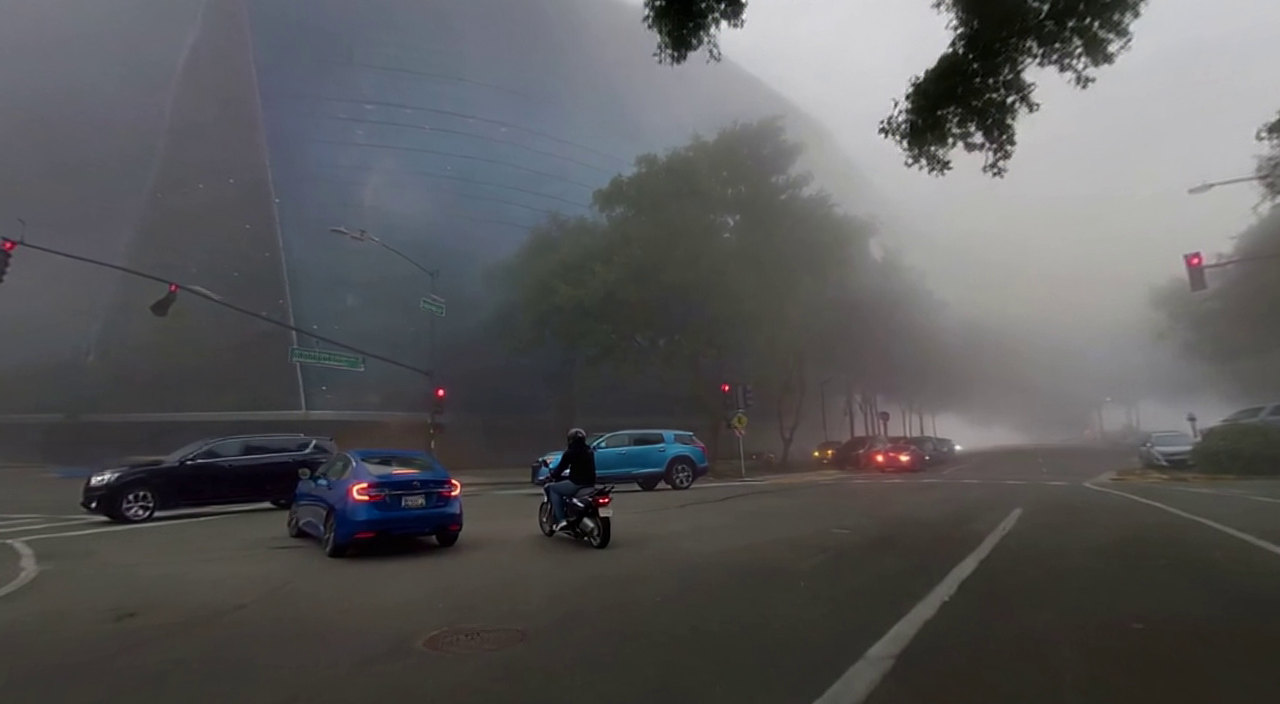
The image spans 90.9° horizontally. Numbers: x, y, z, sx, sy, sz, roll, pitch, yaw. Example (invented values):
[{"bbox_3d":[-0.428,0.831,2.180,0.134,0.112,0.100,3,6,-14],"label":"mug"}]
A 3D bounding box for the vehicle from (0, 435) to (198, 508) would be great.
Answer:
[{"bbox_3d":[-14.397,3.084,16.554,4.380,1.727,2.052,-2,-9,14],"label":"vehicle"}]

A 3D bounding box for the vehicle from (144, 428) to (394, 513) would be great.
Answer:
[{"bbox_3d":[-8.321,2.661,14.424,4.583,1.755,1.936,-1,-8,6],"label":"vehicle"}]

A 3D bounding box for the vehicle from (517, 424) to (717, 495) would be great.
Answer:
[{"bbox_3d":[-0.729,3.318,19.907,5.833,1.960,2.341,3,-9,-21],"label":"vehicle"}]

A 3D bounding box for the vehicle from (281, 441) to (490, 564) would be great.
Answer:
[{"bbox_3d":[-4.143,2.139,9.860,2.009,1.450,4.182,6,-10,-36],"label":"vehicle"}]

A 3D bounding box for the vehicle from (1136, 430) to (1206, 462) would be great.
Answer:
[{"bbox_3d":[26.008,4.612,31.038,1.872,1.467,4.385,-5,-10,31],"label":"vehicle"}]

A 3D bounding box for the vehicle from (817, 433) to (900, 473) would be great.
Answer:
[{"bbox_3d":[10.160,4.626,29.119,2.084,1.656,4.583,-7,-11,38],"label":"vehicle"}]

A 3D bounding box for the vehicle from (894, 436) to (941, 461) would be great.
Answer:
[{"bbox_3d":[18.498,6.387,41.954,2.024,1.543,4.028,-6,-10,34],"label":"vehicle"}]
